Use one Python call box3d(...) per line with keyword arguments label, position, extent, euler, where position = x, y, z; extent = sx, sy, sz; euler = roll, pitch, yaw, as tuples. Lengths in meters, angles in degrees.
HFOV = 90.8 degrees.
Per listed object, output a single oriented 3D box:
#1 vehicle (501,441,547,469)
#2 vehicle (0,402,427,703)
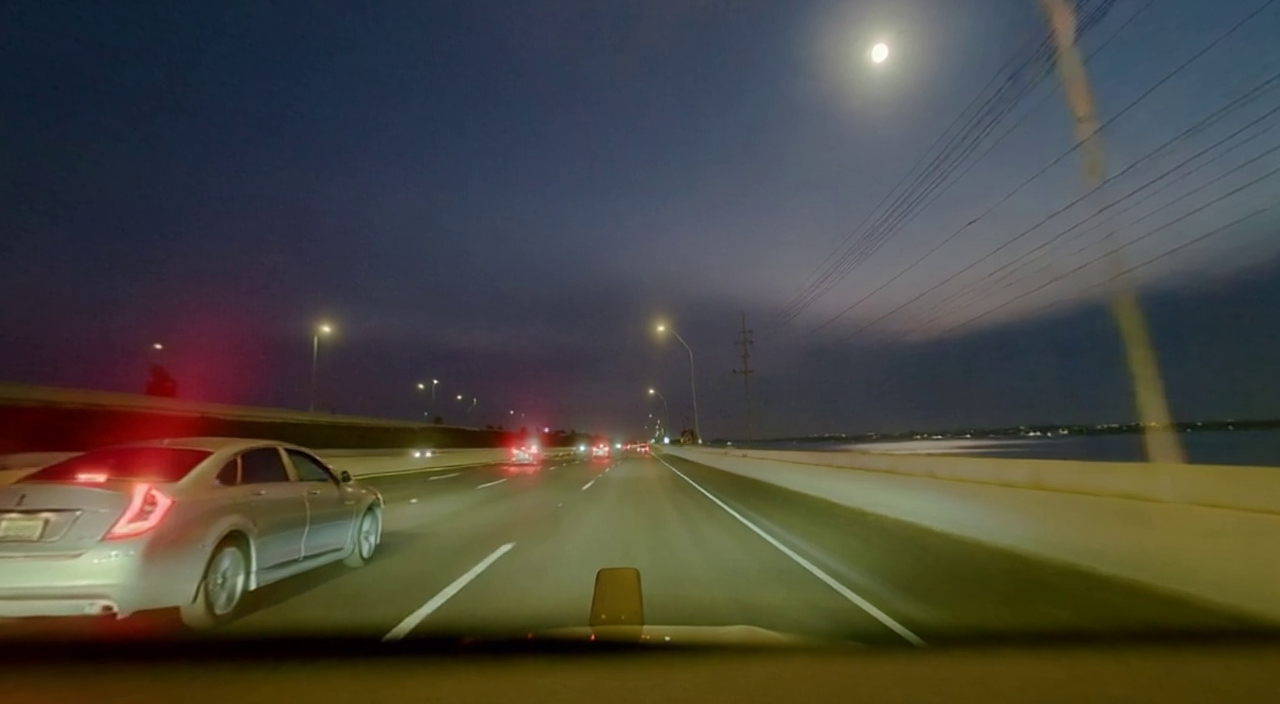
box3d(label="vehicle", position=(-7.382, 6.590, 40.551), extent=(2.050, 1.717, 4.418), euler=(0, -9, 1))
box3d(label="vehicle", position=(-3.513, 1.316, 5.048), extent=(2.015, 1.501, 4.454), euler=(0, -9, 1))
